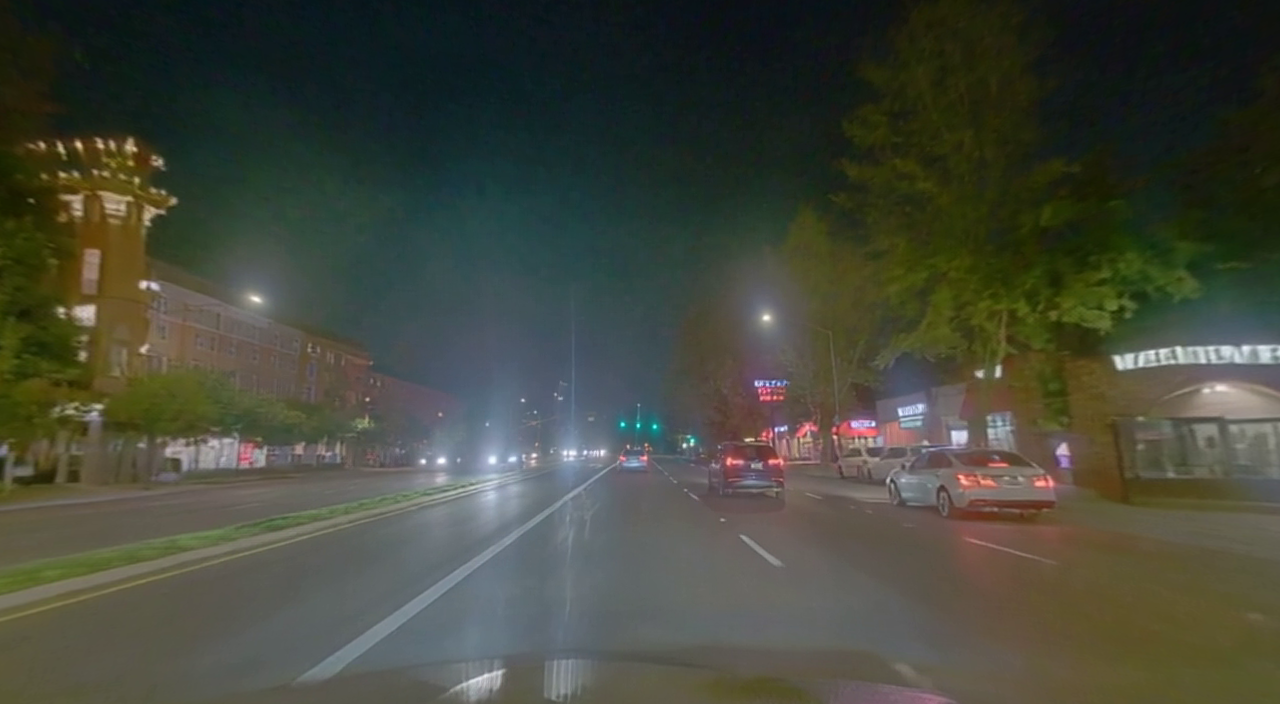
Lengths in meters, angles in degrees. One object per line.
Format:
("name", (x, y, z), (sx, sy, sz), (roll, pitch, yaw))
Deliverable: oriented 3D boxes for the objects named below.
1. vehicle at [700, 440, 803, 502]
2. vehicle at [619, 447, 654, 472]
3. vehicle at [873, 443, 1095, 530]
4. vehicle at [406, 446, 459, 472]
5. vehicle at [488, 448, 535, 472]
("vehicle", (3.052, 3.377, 18.420), (2.072, 1.545, 4.578), (0, -9, -1))
("vehicle", (-0.200, 6.667, 39.519), (2.052, 1.461, 4.324), (0, -9, 0))
("vehicle", (6.685, 2.632, 13.033), (1.952, 1.449, 4.544), (0, -9, -1))
("vehicle", (-15.473, 7.964, 47.419), (2.060, 1.831, 5.414), (0, -9, 1))
("vehicle", (-8.377, 7.048, 41.546), (2.050, 1.499, 4.816), (0, -9, 1))
